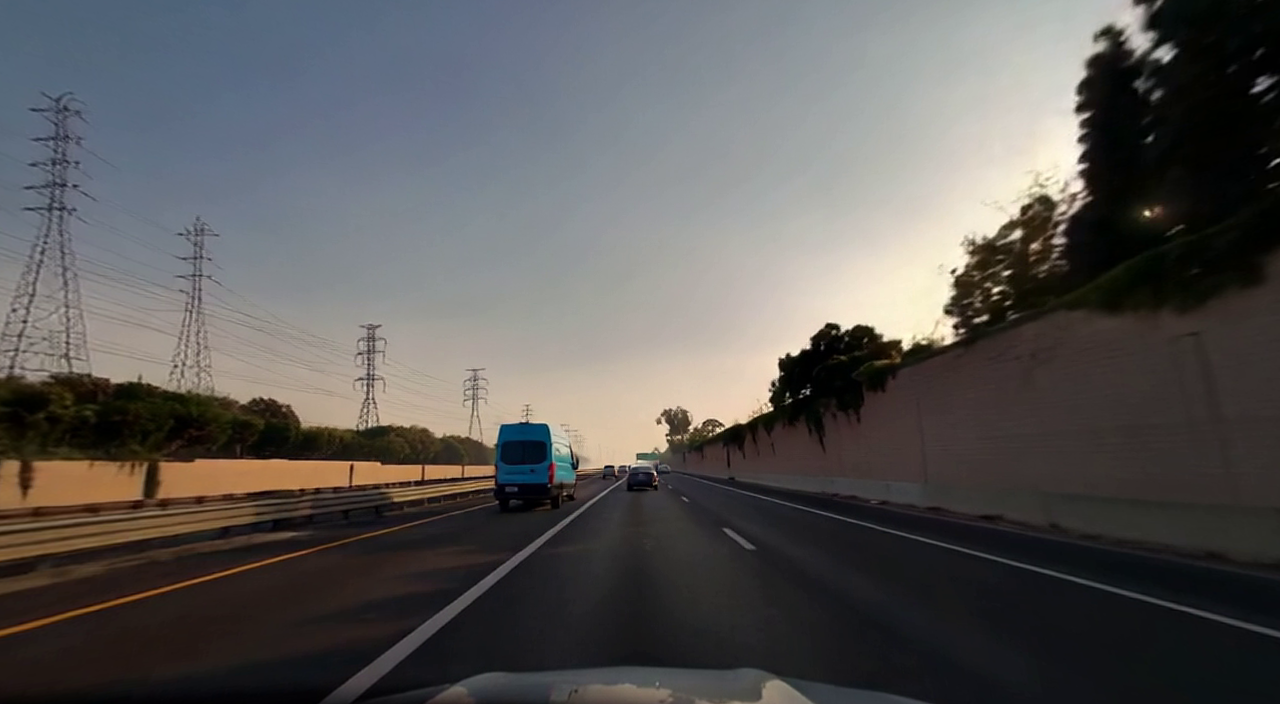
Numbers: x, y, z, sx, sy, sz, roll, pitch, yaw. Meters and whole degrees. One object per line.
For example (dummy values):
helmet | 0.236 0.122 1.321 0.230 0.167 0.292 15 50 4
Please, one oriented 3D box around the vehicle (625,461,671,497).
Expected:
vehicle | 0.336 5.916 29.531 2.006 1.554 3.863 1 -11 0

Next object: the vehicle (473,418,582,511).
vehicle | -3.534 3.846 21.467 2.394 2.609 6.875 1 -11 0
